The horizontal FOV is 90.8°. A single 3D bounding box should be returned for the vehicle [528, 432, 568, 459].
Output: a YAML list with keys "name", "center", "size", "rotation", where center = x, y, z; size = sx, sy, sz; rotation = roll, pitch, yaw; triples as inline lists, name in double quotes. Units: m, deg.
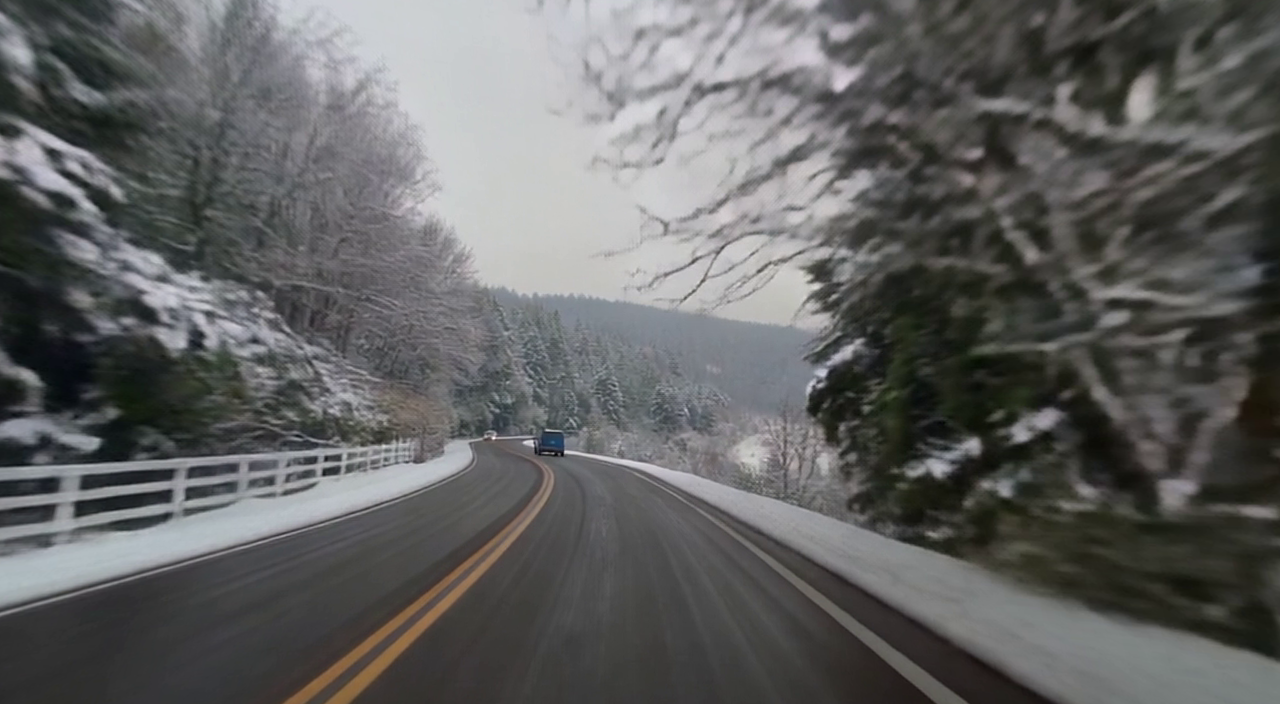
- name: "vehicle"
  center: [-7.197, 7.244, 48.876]
  size: [2.439, 1.912, 5.605]
  rotation: [2, -9, -14]
